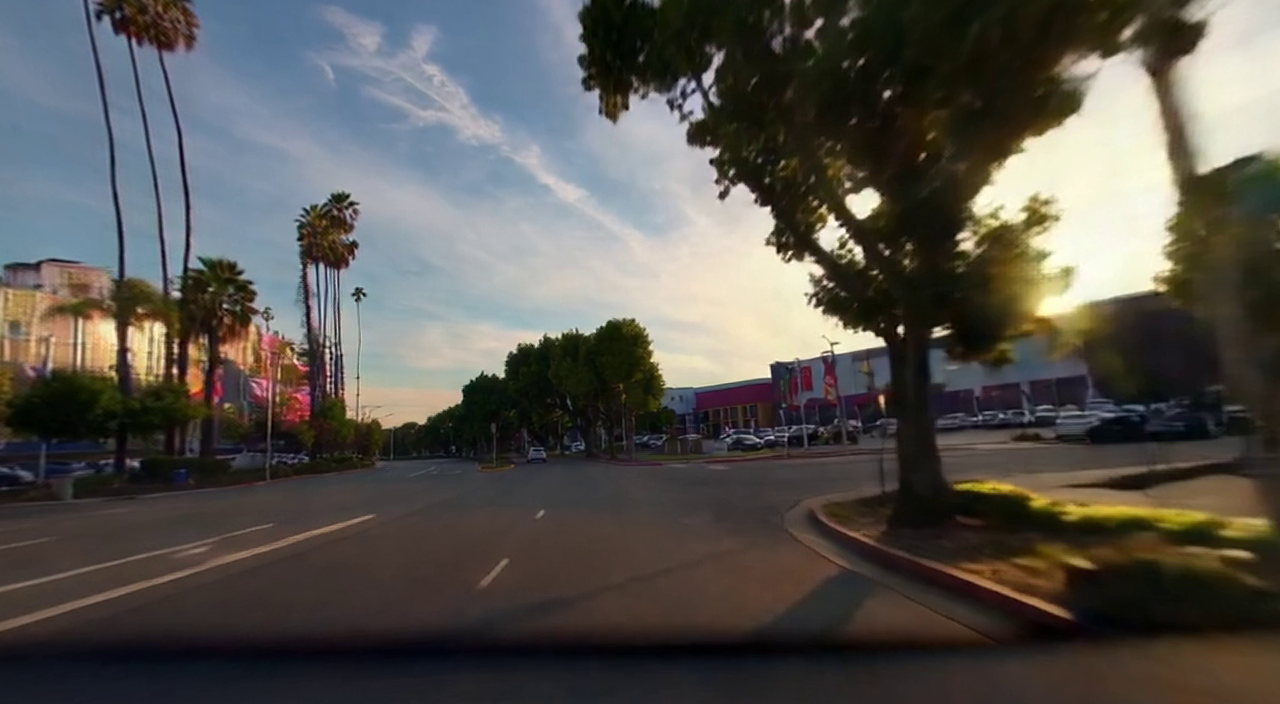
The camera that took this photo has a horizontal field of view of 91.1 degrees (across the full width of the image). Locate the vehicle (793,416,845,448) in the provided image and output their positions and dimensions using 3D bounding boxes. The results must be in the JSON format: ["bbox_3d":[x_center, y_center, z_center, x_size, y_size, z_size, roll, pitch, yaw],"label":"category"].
[{"bbox_3d":[13.247,5.986,46.906,2.237,1.962,5.424,-8,-8,1],"label":"vehicle"}]

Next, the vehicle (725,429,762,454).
[{"bbox_3d":[7.672,6.679,46.812,2.196,1.715,4.918,-1,-9,3],"label":"vehicle"}]

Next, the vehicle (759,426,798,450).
[{"bbox_3d":[10.268,6.453,46.886,2.065,1.687,4.584,-1,-9,4],"label":"vehicle"}]
